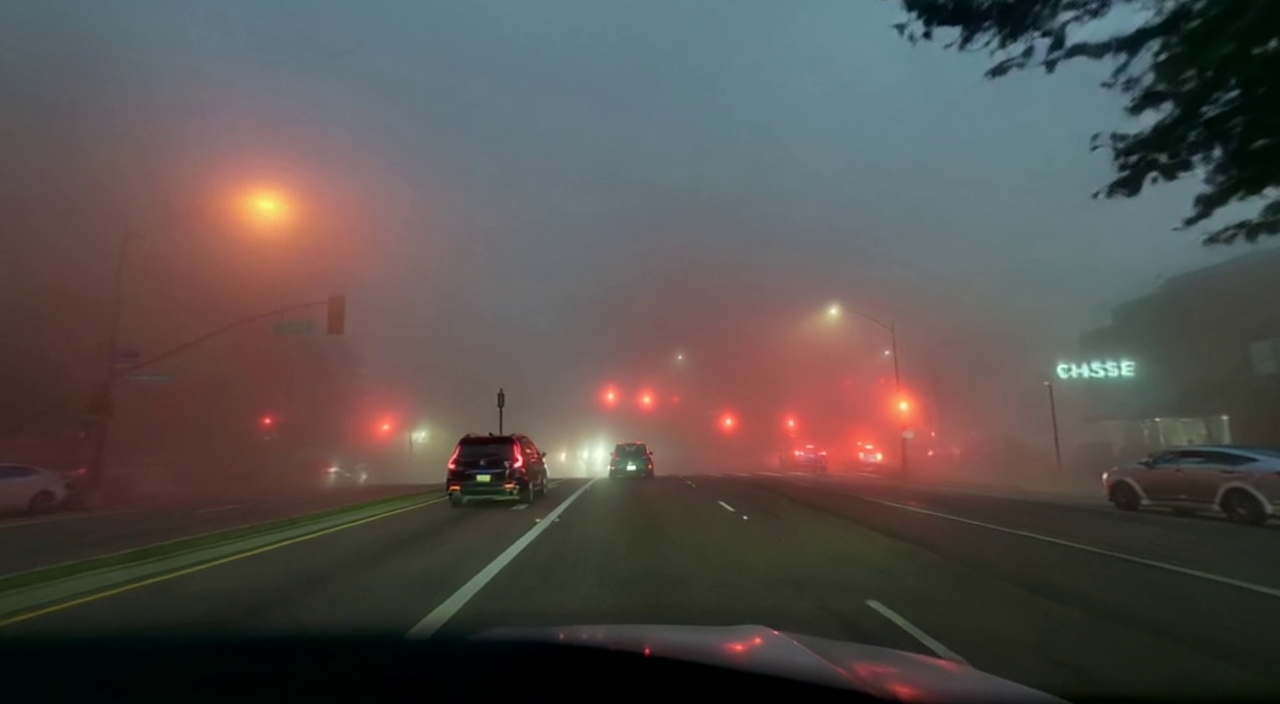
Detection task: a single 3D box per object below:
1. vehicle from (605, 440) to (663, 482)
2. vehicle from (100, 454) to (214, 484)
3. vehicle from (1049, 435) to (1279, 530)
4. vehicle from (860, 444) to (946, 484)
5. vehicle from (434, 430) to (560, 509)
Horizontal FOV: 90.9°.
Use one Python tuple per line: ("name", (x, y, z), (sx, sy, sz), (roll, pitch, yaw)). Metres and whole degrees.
("vehicle", (-0.247, 4.191, 24.569), (2.059, 1.477, 3.988), (0, -8, -1))
("vehicle", (-26.415, 6.411, 34.688), (4.687, 1.482, 1.914), (4, -10, -29))
("vehicle", (10.329, 2.380, 12.158), (1.936, 1.474, 4.331), (0, -8, 0))
("vehicle", (11.052, 4.696, 26.808), (1.935, 1.435, 4.141), (4, -8, 1))
("vehicle", (-3.357, 2.867, 15.878), (2.057, 1.678, 4.639), (0, -8, 0))
